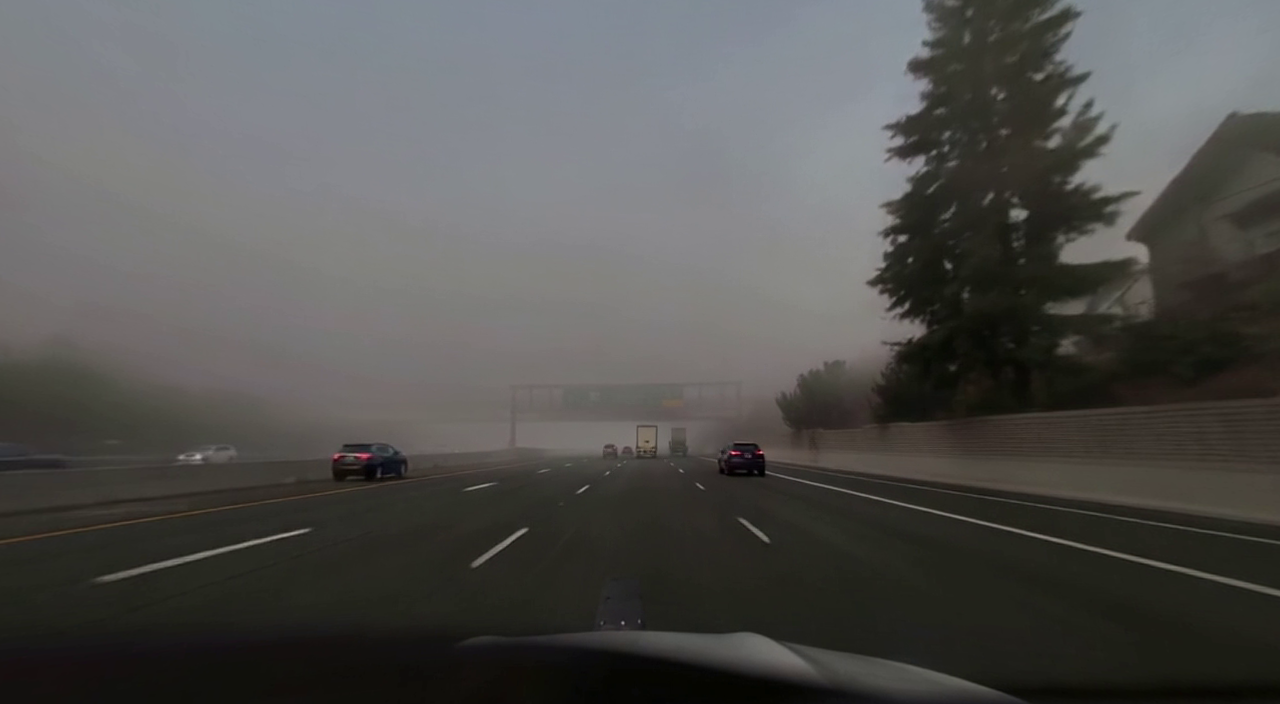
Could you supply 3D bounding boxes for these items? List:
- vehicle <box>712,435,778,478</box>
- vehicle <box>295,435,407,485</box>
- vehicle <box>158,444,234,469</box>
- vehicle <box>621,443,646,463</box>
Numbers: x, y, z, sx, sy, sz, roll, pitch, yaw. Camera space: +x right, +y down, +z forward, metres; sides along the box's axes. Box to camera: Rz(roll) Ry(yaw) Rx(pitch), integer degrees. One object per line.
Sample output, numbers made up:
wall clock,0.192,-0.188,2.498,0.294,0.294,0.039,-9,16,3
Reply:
vehicle,4.327,4.374,26.501,2.046,1.655,4.143,0,-8,0
vehicle,-10.828,4.076,24.014,1.998,1.712,4.671,0,-8,1
vehicle,-28.755,6.749,40.783,2.077,1.562,3.838,0,-8,1
vehicle,-0.544,7.994,49.828,1.946,1.493,4.083,0,-8,-1
